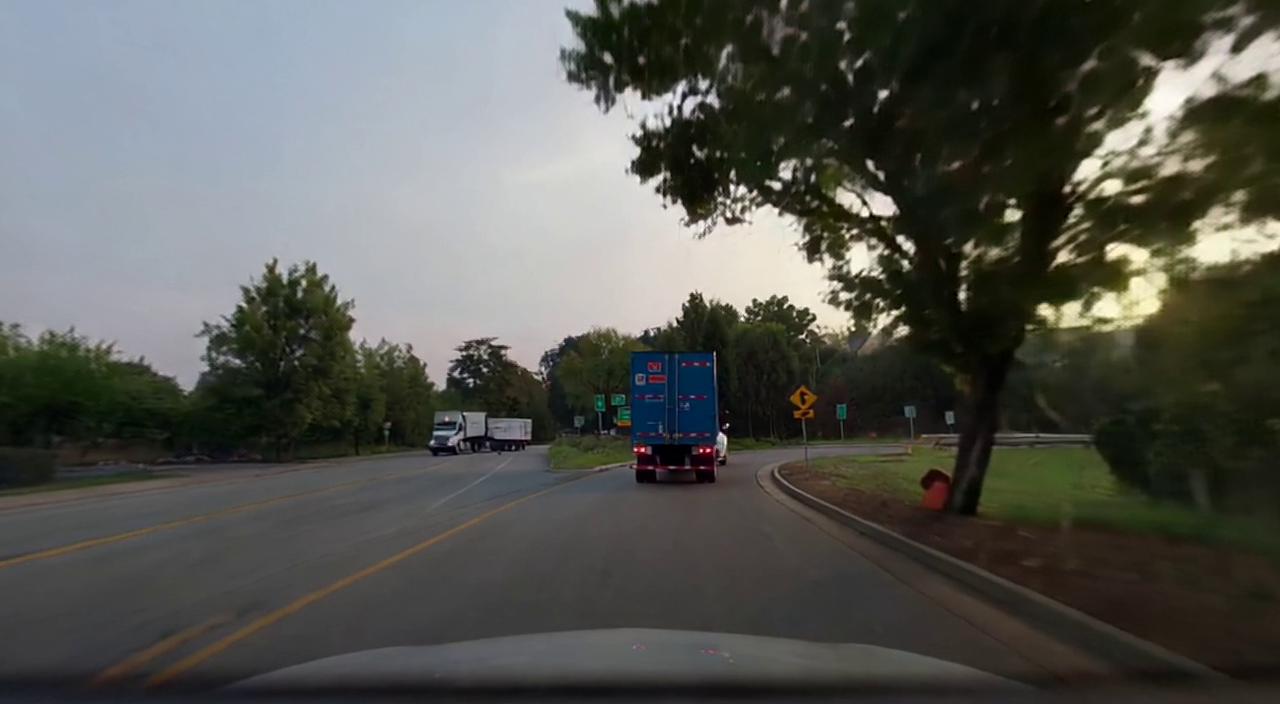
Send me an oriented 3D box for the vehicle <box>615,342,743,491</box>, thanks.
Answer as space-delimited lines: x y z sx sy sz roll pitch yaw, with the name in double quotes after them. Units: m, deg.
1.674 2.214 20.266 2.937 3.647 9.344 -2 -8 10 "vehicle"
